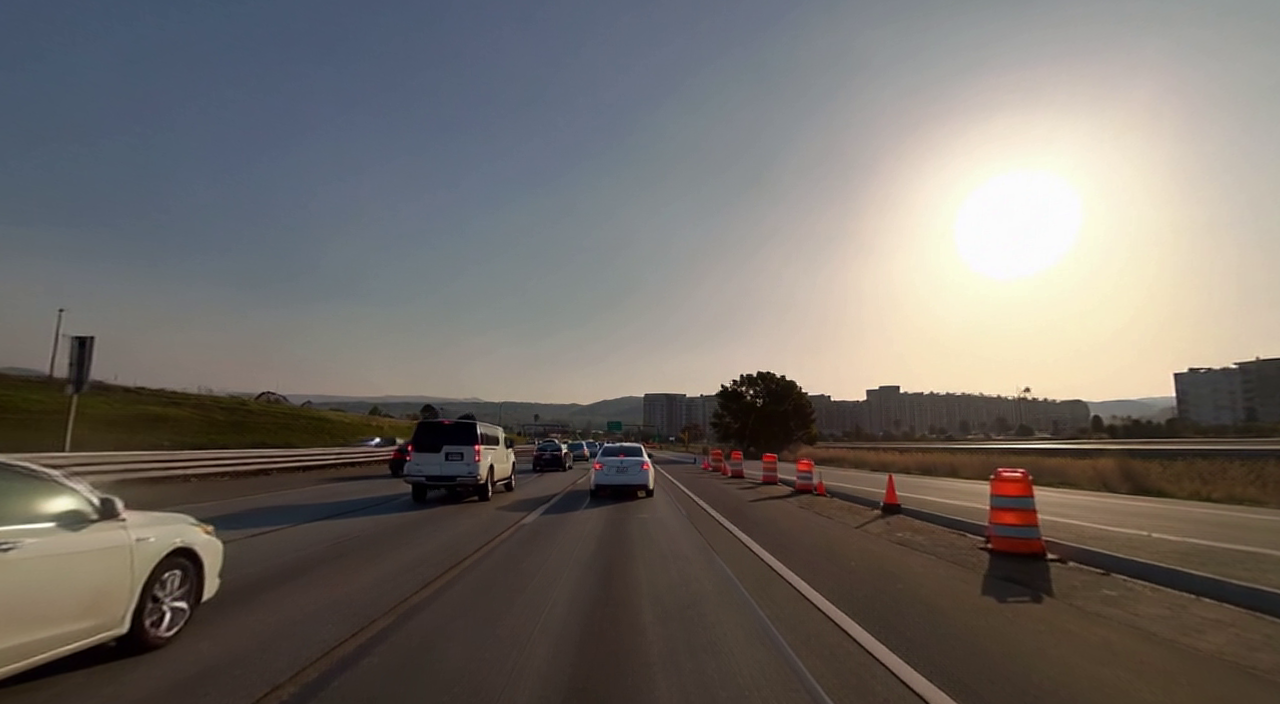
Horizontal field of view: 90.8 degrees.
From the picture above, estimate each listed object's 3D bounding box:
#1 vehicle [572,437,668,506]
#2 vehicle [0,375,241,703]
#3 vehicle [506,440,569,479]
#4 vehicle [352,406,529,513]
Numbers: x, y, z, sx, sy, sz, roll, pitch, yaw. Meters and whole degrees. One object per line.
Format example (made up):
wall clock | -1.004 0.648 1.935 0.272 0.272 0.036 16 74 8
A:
vehicle | -0.457 2.889 15.718 2.069 1.484 3.918 0 -9 -1
vehicle | -3.975 0.842 2.394 2.041 1.604 4.384 0 -9 0
vehicle | -4.090 4.350 25.740 1.824 1.459 4.007 0 -9 1
vehicle | -4.303 2.472 14.936 2.324 2.012 5.740 0 -9 0
